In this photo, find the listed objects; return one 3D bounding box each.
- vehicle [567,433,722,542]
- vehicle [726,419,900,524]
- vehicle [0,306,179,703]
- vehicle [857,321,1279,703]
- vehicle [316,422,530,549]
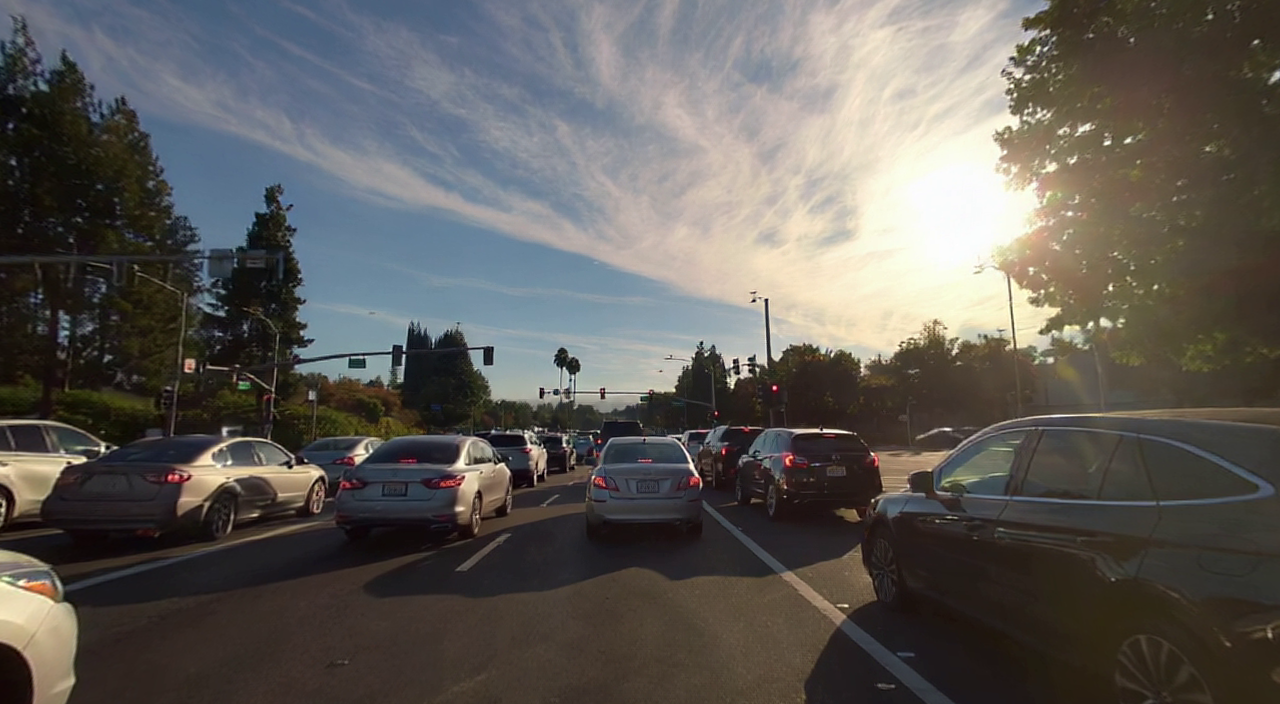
[{"bbox_3d":[-0.006,2.101,10.420,2.076,1.438,3.770,0,-8,-2],"label":"vehicle"},{"bbox_3d":[3.075,2.228,12.248,2.106,1.667,4.101,0,-8,-1],"label":"vehicle"},{"bbox_3d":[-3.207,0.496,0.605,2.079,1.756,4.676,0,-8,-2],"label":"vehicle"},{"bbox_3d":[3.147,0.987,3.746,2.074,1.685,4.387,0,-8,-1],"label":"vehicle"},{"bbox_3d":[-3.068,1.973,10.014,1.896,1.546,4.378,0,-8,-1],"label":"vehicle"}]
